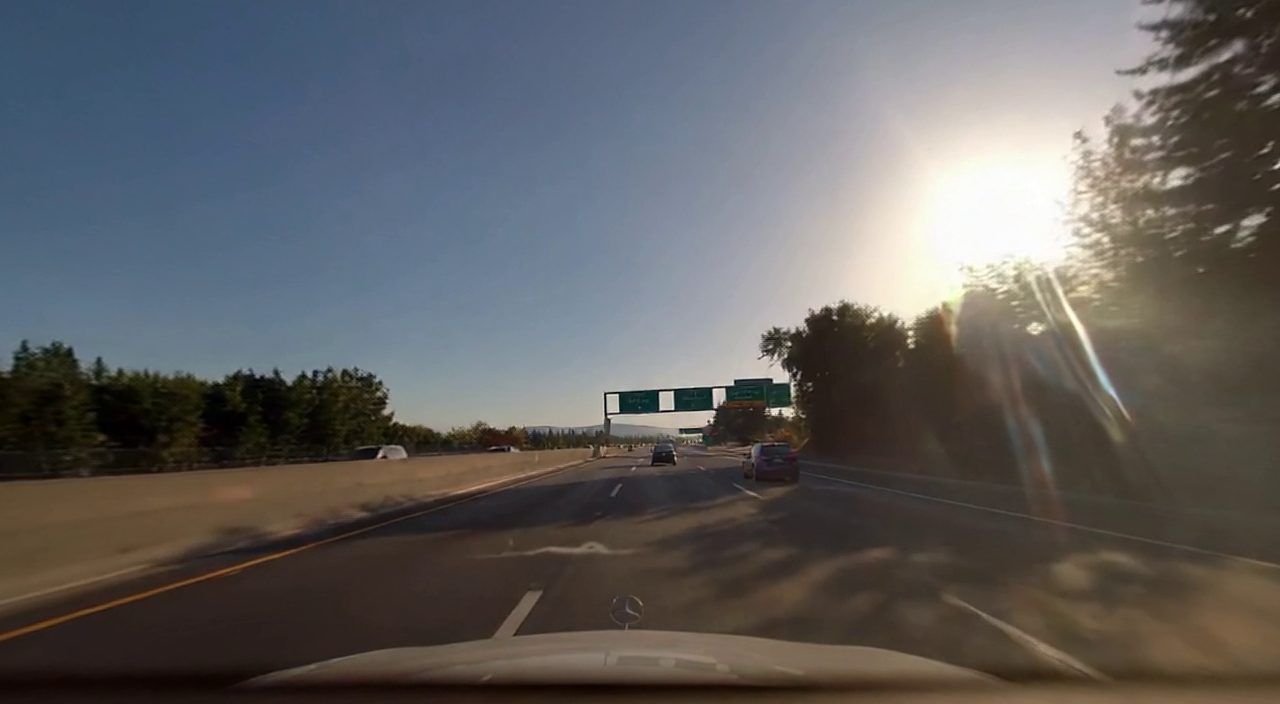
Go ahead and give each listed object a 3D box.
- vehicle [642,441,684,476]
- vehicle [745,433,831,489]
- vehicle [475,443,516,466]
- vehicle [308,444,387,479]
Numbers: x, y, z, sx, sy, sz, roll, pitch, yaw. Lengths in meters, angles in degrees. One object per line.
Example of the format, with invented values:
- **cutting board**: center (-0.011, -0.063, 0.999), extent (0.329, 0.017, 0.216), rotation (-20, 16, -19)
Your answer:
- **vehicle**: center (0.971, 4.553, 27.183), extent (1.683, 1.400, 3.868), rotation (0, -8, 1)
- **vehicle**: center (4.575, 3.412, 20.081), extent (1.770, 1.566, 4.282), rotation (0, -8, 1)
- **vehicle**: center (-10.504, 7.478, 46.068), extent (1.904, 1.548, 4.097), rotation (0, -8, 2)
- **vehicle**: center (-14.879, 5.581, 32.263), extent (1.894, 1.632, 4.208), rotation (-1, -8, 2)
